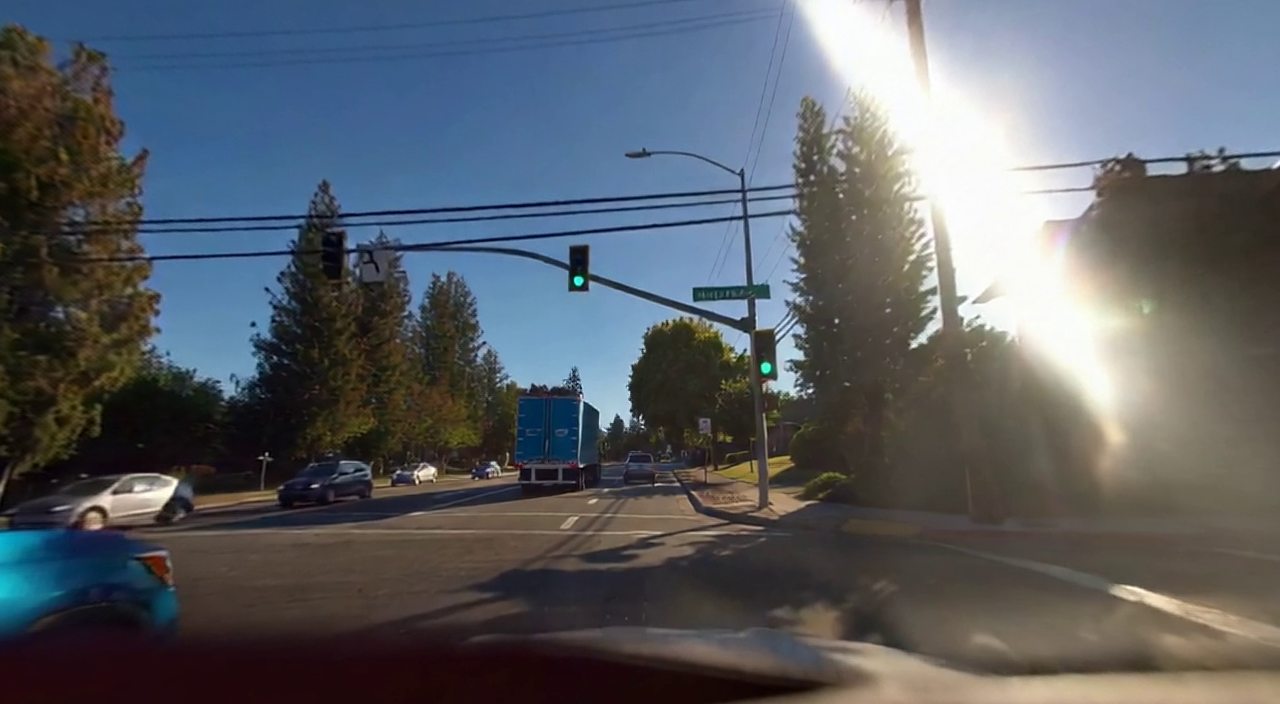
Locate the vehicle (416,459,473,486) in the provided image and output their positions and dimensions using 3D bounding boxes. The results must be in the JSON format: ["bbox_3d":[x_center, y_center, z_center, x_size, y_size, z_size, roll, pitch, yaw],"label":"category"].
[{"bbox_3d":[-12.020,7.442,39.128,2.055,1.489,4.425,0,-9,1],"label":"vehicle"}]

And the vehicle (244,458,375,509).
[{"bbox_3d":[-12.001,4.775,23.357,2.290,1.644,4.553,0,-9,1],"label":"vehicle"}]

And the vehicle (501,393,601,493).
[{"bbox_3d":[-3.544,4.063,27.822,2.928,3.658,8.980,0,-9,1],"label":"vehicle"}]

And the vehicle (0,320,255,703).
[{"bbox_3d":[-3.251,0.667,1.247,2.093,1.832,4.508,0,-9,0],"label":"vehicle"}]

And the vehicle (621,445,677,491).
[{"bbox_3d":[0.380,4.812,26.425,2.174,1.749,4.113,0,-9,1],"label":"vehicle"}]

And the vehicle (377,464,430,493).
[{"bbox_3d":[-17.339,9.258,46.425,2.054,1.935,4.350,0,-9,1],"label":"vehicle"}]
